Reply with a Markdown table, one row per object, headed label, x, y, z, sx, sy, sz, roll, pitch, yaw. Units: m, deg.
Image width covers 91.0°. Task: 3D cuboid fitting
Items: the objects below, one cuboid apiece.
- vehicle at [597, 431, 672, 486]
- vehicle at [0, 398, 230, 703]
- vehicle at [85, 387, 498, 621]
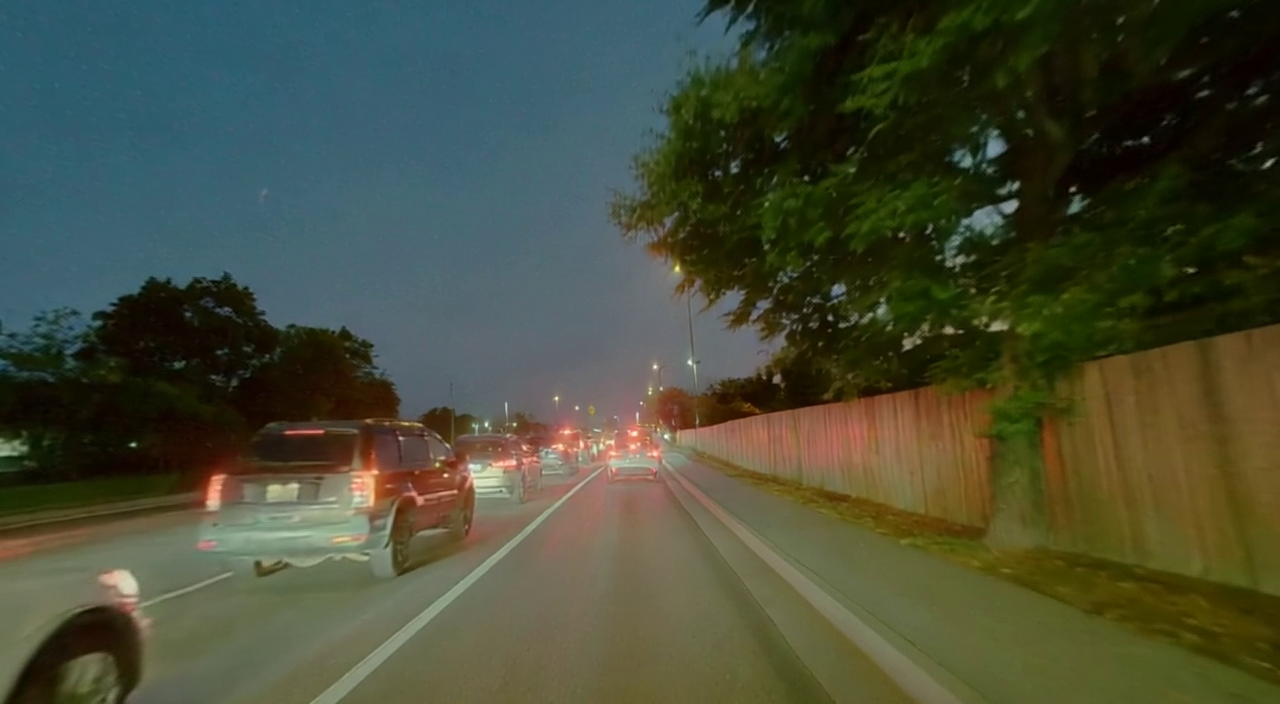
| label | x | y | z | sx | sy | sz | roll | pitch | yaw |
| --- | --- | --- | --- | --- | --- | --- | --- | --- | --- |
| vehicle | -0.136 | 3.131 | 18.794 | 1.995 | 1.460 | 3.865 | 0 | -8 | 0 |
| vehicle | -3.030 | 0.729 | 0.893 | 1.966 | 1.472 | 4.305 | 0 | -8 | 0 |
| vehicle | -3.086 | 1.439 | 6.913 | 1.999 | 1.727 | 4.340 | 0 | -8 | 0 |
